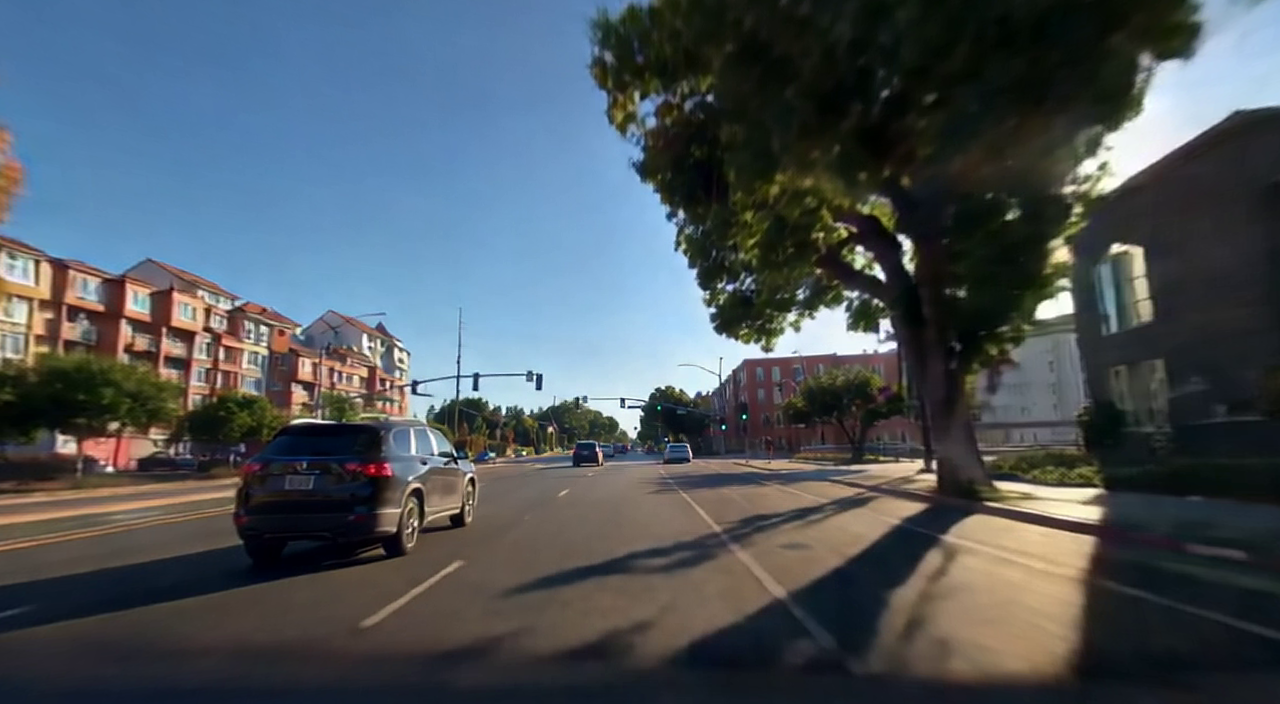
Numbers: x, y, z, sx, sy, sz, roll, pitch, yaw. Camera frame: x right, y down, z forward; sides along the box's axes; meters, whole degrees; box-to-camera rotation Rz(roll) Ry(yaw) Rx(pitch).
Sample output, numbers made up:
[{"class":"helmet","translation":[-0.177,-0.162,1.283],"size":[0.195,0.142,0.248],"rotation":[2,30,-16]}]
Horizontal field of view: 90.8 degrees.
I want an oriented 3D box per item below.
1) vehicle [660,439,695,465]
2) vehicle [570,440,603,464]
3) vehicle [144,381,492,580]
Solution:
[{"class":"vehicle","translation":[2.589,7.044,44.540],"size":[2.018,1.719,4.369],"rotation":[0,-8,-2]},{"class":"vehicle","translation":[-3.967,7.498,47.449],"size":[2.083,1.685,4.069],"rotation":[0,-8,1]},{"class":"vehicle","translation":[-3.841,1.671,8.997],"size":[2.225,1.984,5.168],"rotation":[0,-8,0]}]
